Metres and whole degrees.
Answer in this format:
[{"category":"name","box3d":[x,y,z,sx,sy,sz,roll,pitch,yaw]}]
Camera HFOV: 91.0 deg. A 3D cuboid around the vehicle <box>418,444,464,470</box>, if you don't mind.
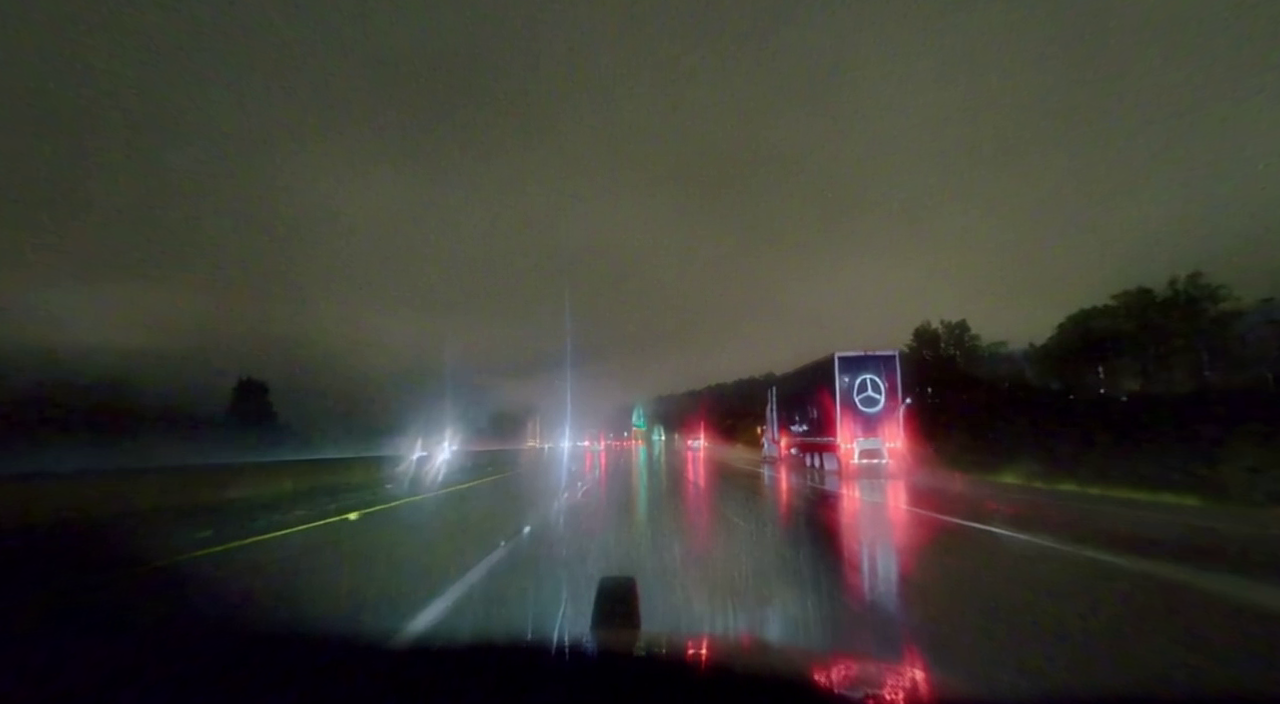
[{"category":"vehicle","box3d":[-13.194,6.952,41.900,1.767,1.552,4.009,-1,-8,0]}]
